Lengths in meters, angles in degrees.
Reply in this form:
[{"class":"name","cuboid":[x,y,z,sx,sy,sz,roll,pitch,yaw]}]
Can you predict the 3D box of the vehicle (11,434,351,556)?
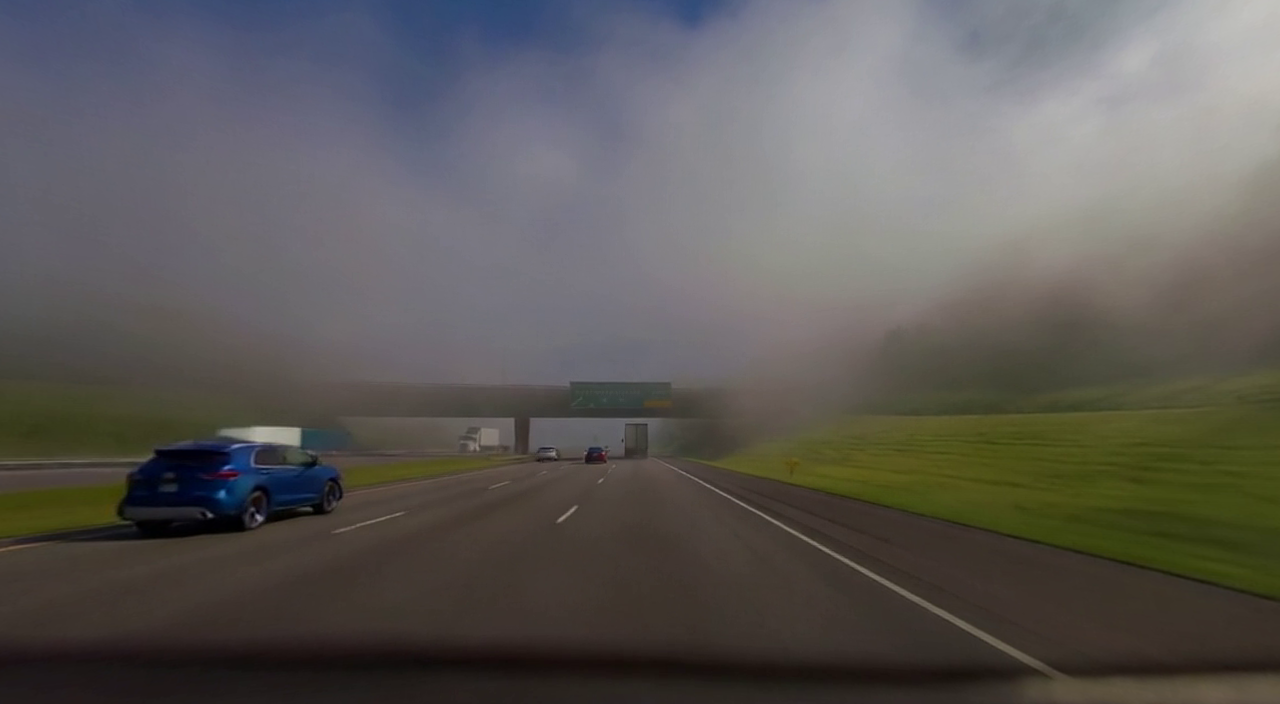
[{"class":"vehicle","cuboid":[-6.810,2.144,10.241,2.038,1.489,4.603,0,-9,0]}]
